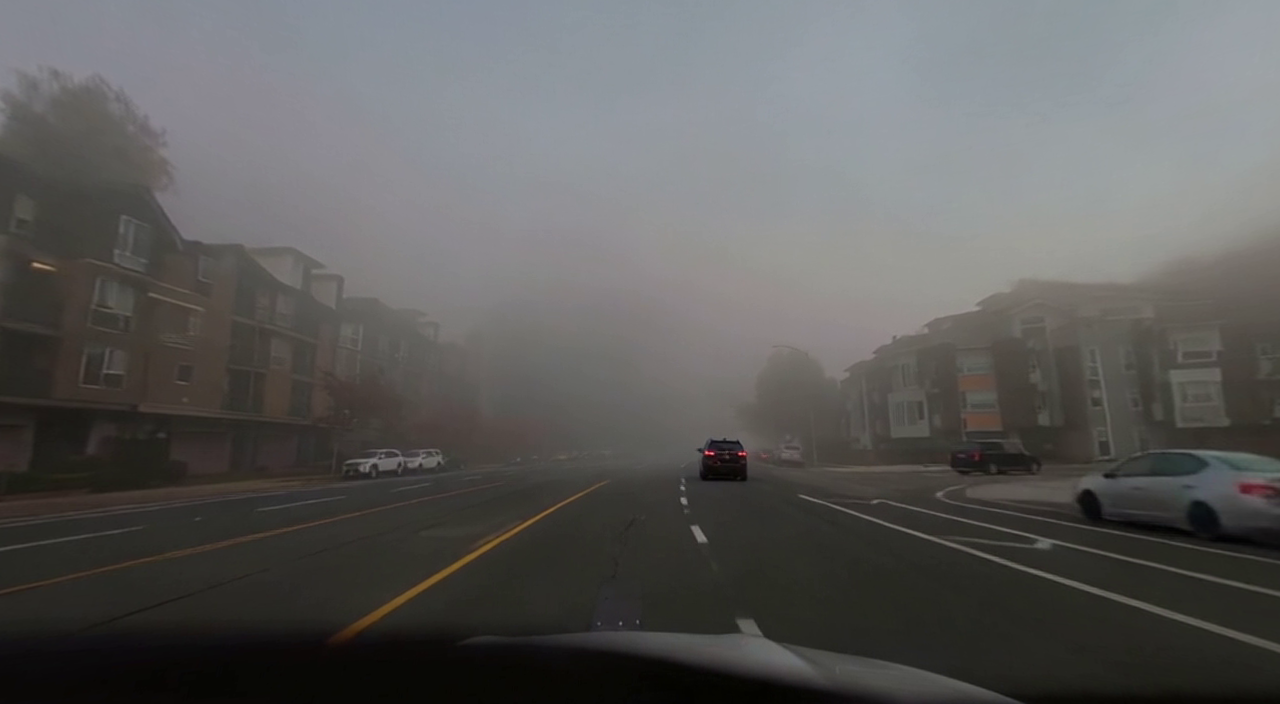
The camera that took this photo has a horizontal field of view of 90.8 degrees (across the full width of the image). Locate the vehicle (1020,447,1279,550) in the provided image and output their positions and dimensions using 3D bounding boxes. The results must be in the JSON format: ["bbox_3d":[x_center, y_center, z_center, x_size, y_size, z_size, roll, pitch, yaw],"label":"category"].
[{"bbox_3d":[9.197,2.461,11.411,1.836,1.461,4.449,0,-9,-1],"label":"vehicle"}]

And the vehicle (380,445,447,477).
[{"bbox_3d":[-15.722,7.580,44.243,2.194,2.022,5.828,-1,-9,4],"label":"vehicle"}]

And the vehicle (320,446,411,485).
[{"bbox_3d":[-16.101,6.658,37.539,2.239,1.926,6.159,-3,-8,5],"label":"vehicle"}]

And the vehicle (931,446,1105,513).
[{"bbox_3d":[9.510,3.195,16.435,1.928,1.482,4.461,-1,-9,3],"label":"vehicle"}]

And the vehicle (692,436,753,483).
[{"bbox_3d":[3.307,4.407,26.212,2.085,1.763,4.490,-1,-9,2],"label":"vehicle"}]
